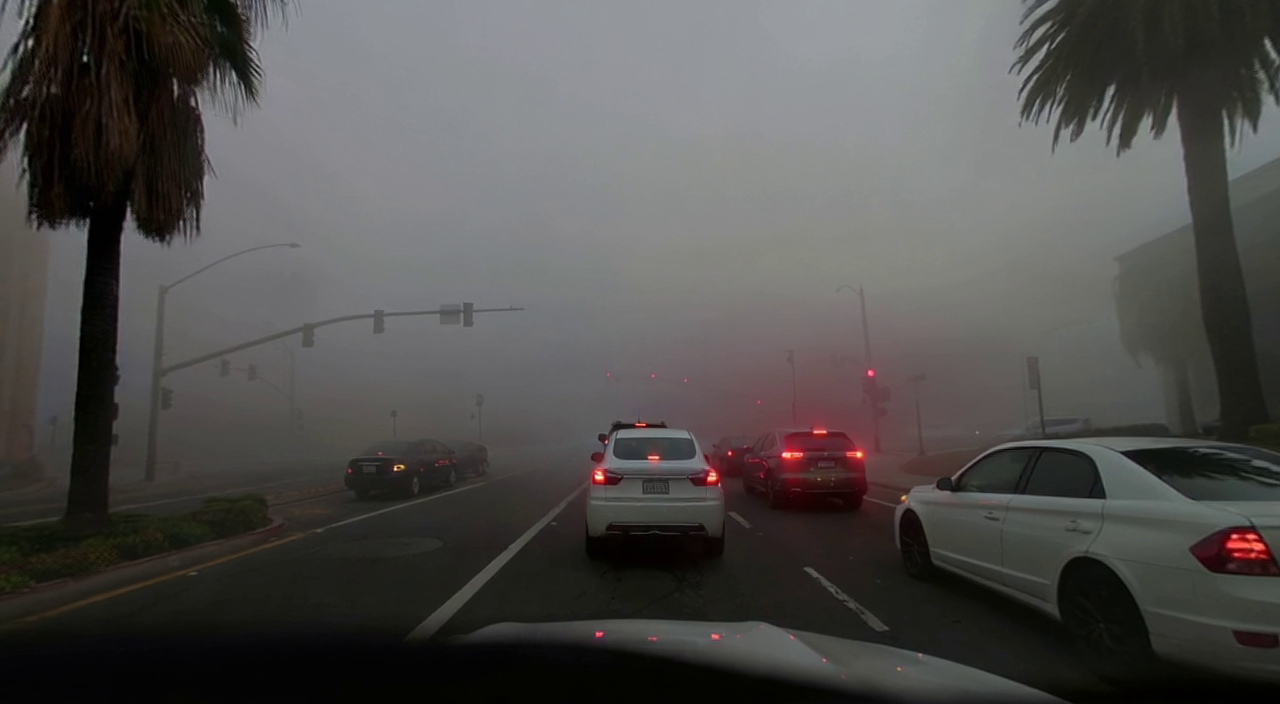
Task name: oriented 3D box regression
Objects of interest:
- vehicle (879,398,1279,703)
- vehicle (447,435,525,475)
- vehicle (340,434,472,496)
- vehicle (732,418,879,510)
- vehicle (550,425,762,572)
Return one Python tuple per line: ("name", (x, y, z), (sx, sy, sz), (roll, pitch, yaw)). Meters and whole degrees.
("vehicle", (3.542, 1.223, 4.470), (1.910, 1.490, 4.661), (0, -8, 1))
("vehicle", (-6.033, 4.089, 25.211), (1.822, 1.456, 4.396), (-1, -8, 2))
("vehicle", (-6.246, 3.048, 17.390), (1.900, 1.487, 4.165), (0, -8, 2))
("vehicle", (3.501, 2.470, 14.300), (2.169, 1.751, 4.276), (0, -8, 0))
("vehicle", (0.179, 1.785, 8.453), (2.140, 1.474, 4.026), (0, -8, 1))
